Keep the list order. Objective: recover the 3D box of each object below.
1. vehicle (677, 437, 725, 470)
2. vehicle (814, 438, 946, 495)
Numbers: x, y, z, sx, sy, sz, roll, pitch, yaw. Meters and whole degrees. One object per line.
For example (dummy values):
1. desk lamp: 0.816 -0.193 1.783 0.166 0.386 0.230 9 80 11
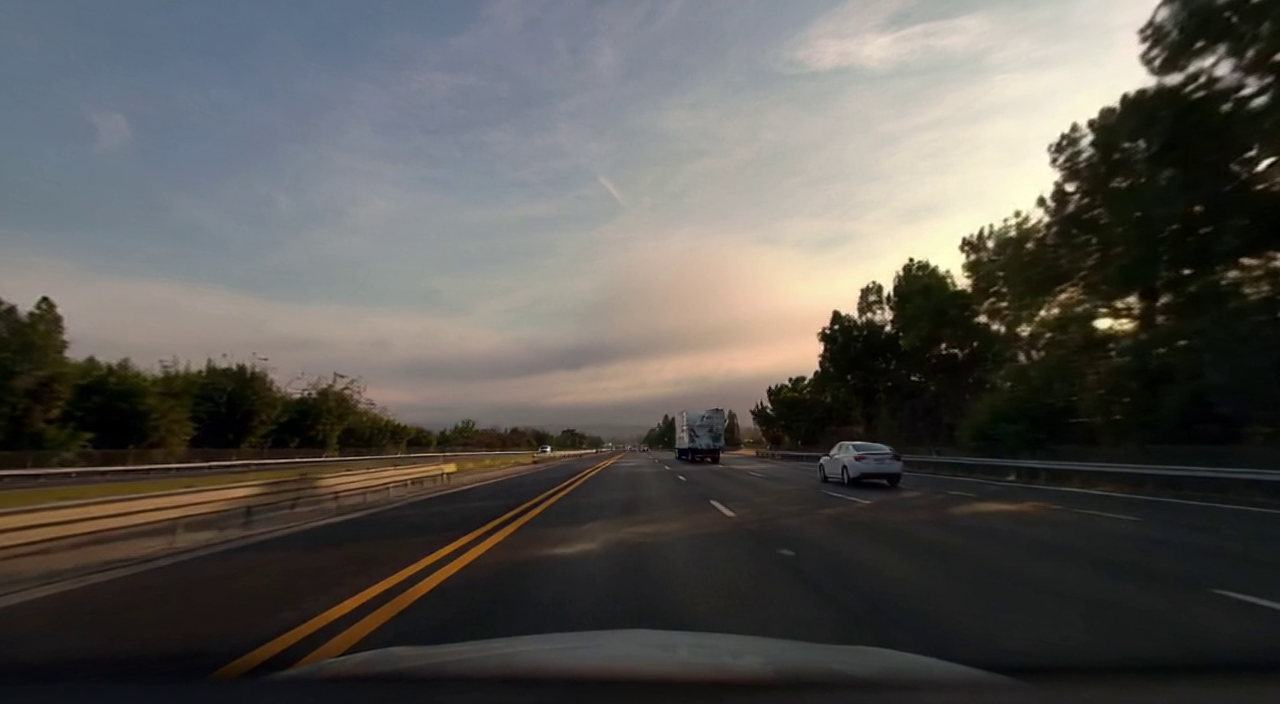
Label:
1. vehicle: 3.480 5.892 36.800 2.141 1.785 4.778 0 -8 -2
2. vehicle: 7.198 3.476 19.645 2.046 1.509 4.929 0 -8 -2
